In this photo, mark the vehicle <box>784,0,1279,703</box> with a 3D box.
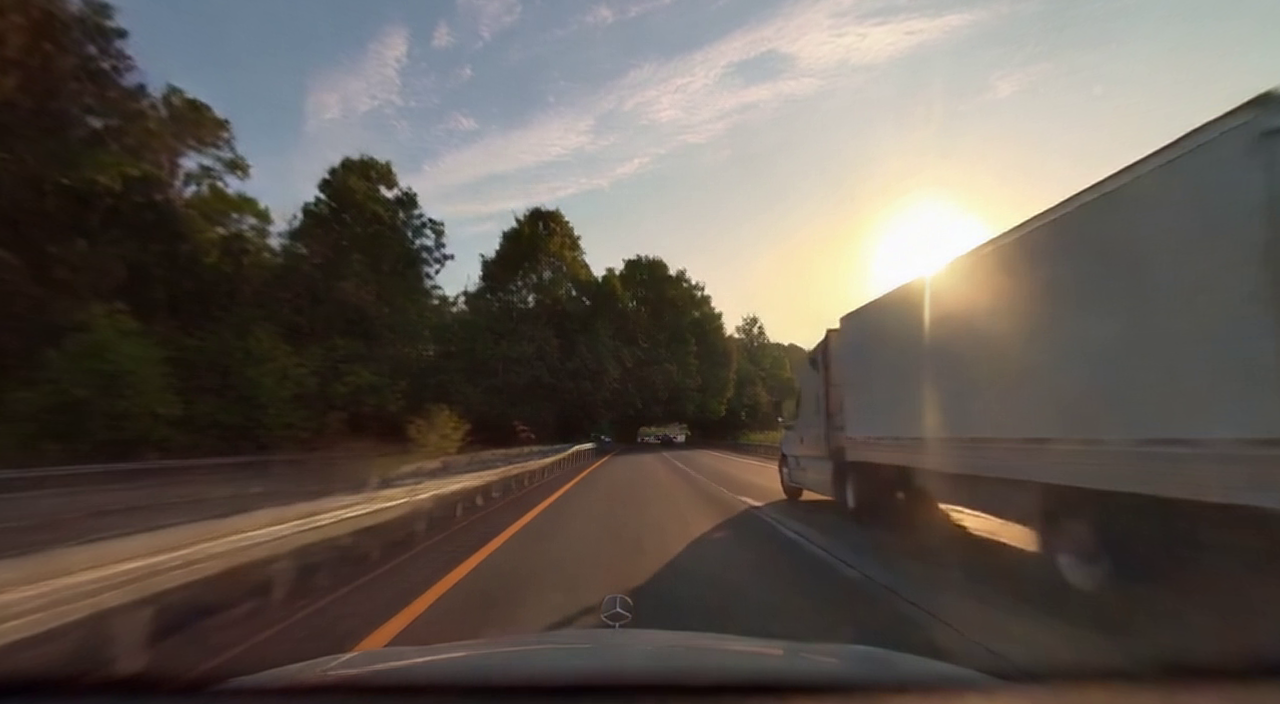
[{"bbox_3d":[4.368,-0.077,4.610,2.951,4.007,13.976,0,-7,-2],"label":"vehicle"}]
